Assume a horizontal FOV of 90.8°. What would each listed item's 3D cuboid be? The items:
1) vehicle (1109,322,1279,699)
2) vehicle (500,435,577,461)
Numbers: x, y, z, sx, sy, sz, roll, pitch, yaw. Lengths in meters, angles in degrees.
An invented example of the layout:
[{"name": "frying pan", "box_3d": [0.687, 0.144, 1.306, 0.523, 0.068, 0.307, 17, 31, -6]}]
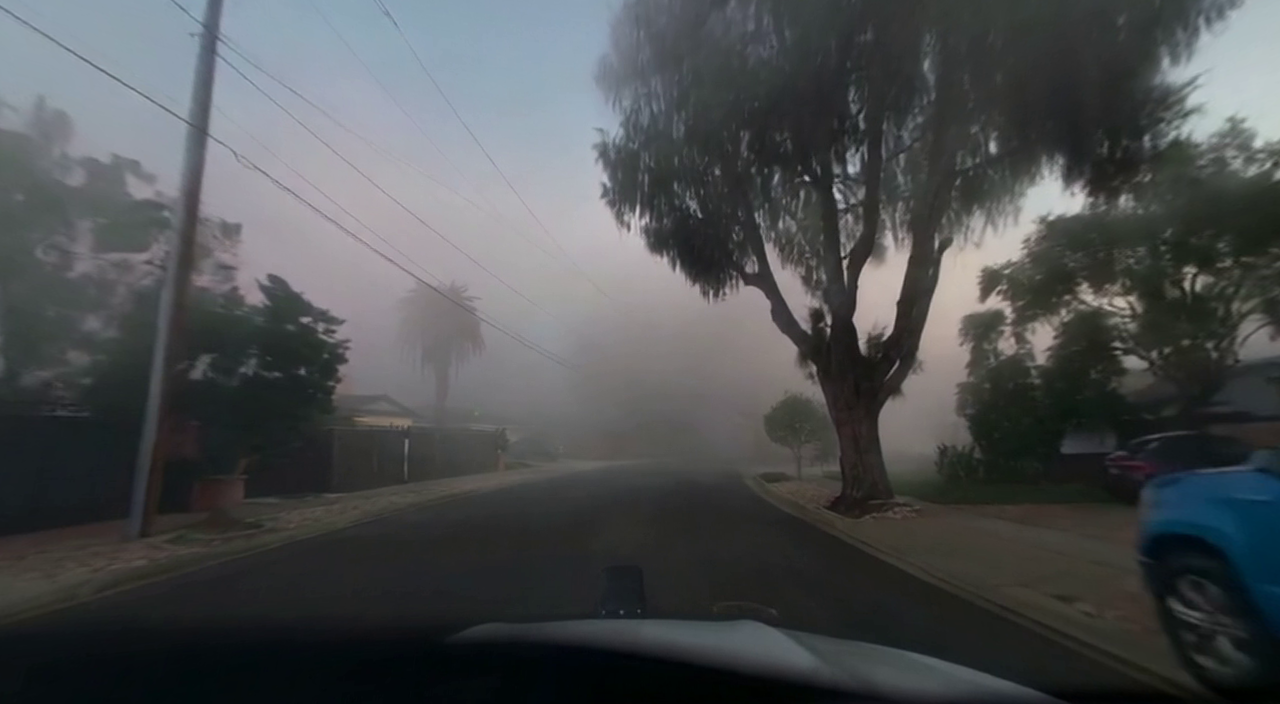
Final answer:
[{"name": "vehicle", "box_3d": [4.619, 0.634, 1.876, 2.467, 2.034, 5.470, 0, -8, 4]}, {"name": "vehicle", "box_3d": [-7.882, 7.493, 49.336, 5.497, 1.983, 2.191, -1, -9, 8]}]
